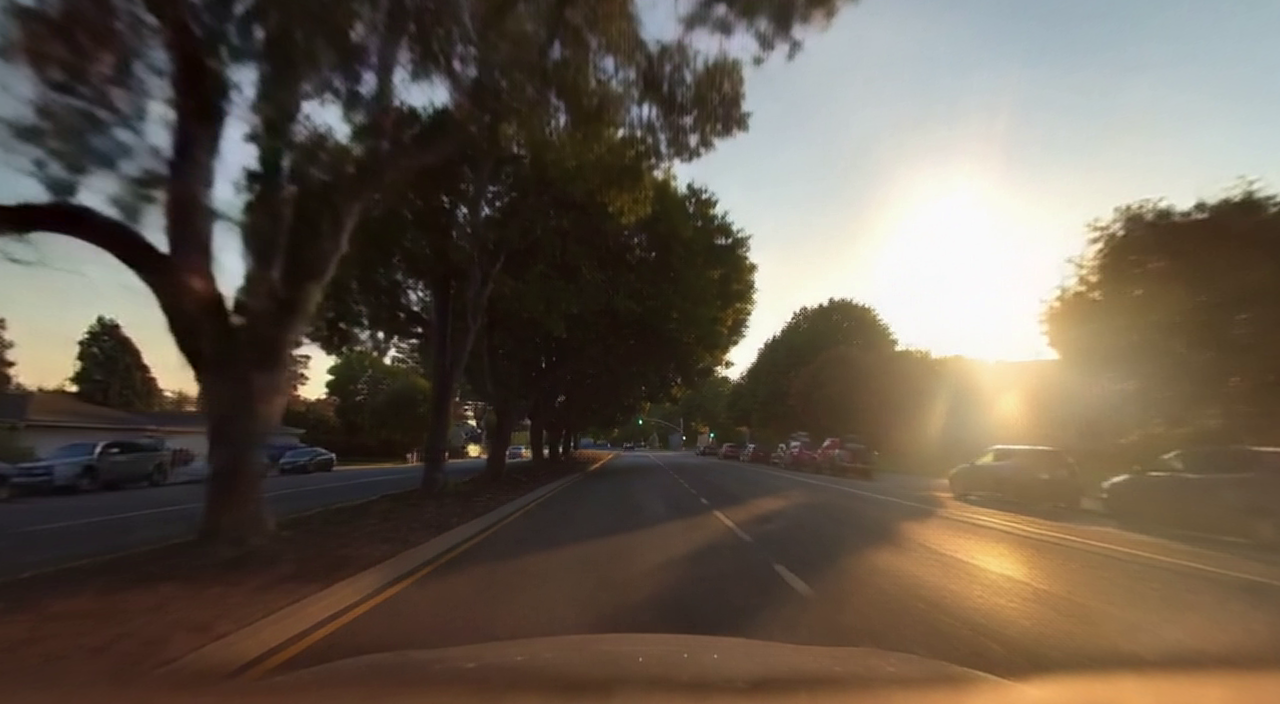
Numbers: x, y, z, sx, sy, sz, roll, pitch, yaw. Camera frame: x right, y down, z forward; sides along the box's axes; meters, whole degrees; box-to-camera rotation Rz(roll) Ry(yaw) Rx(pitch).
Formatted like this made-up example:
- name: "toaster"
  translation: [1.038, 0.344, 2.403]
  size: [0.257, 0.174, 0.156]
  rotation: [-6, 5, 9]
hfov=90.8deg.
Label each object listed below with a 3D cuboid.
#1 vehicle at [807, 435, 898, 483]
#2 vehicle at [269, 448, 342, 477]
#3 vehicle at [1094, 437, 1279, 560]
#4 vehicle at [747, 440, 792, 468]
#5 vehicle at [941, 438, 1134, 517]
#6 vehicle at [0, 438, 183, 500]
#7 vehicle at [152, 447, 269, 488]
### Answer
- name: "vehicle"
  translation: [9.714, 4.938, 29.550]
  size: [2.209, 1.982, 5.787]
  rotation: [0, -8, 0]
- name: "vehicle"
  translation: [-18.557, 6.130, 35.279]
  size: [1.732, 1.460, 3.932]
  rotation: [-1, -8, 4]
- name: "vehicle"
  translation: [9.753, 2.195, 9.893]
  size: [1.885, 1.685, 4.430]
  rotation: [0, -8, -1]
- name: "vehicle"
  translation: [9.658, 7.634, 47.539]
  size: [2.176, 1.893, 5.744]
  rotation: [2, -8, 0]
- name: "vehicle"
  translation: [9.673, 3.049, 15.916]
  size: [1.949, 1.698, 4.351]
  rotation: [0, -8, -1]
- name: "vehicle"
  translation: [-18.462, 3.919, 21.644]
  size: [1.992, 1.845, 4.935]
  rotation: [0, -8, -1]
- name: "vehicle"
  translation: [-18.556, 4.979, 27.625]
  size: [1.876, 1.502, 4.696]
  rotation: [-2, -7, 0]
